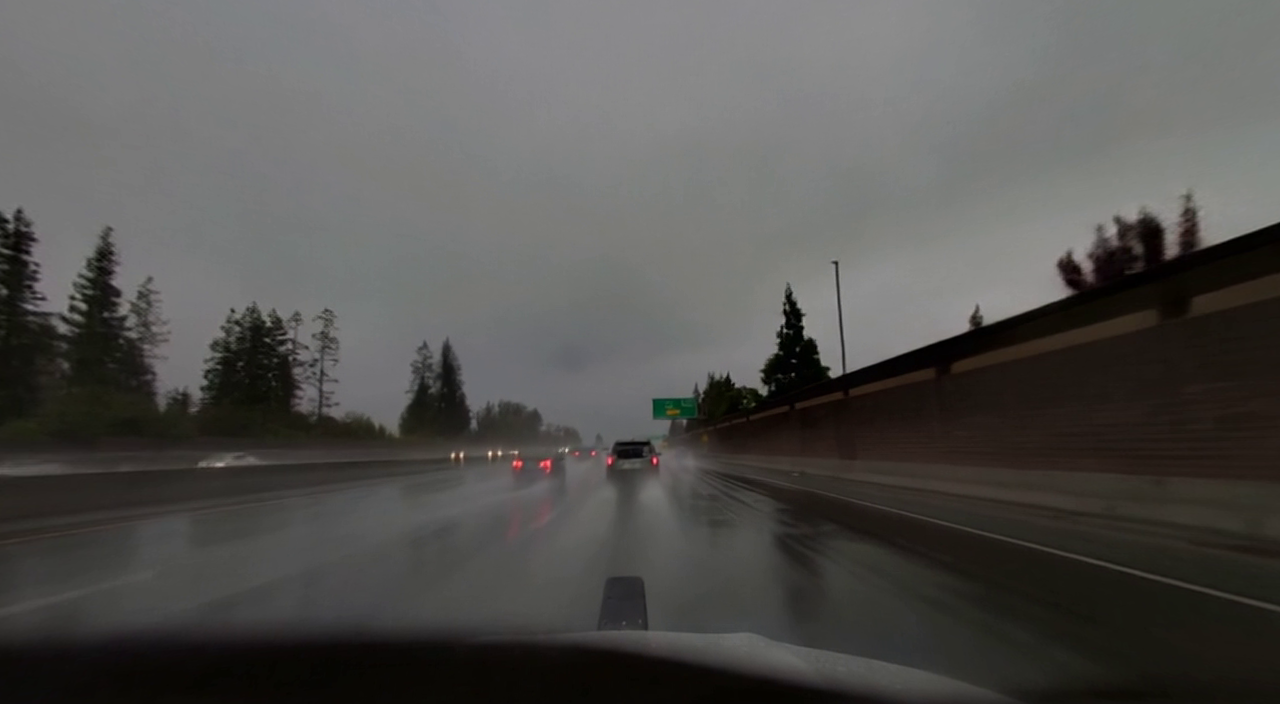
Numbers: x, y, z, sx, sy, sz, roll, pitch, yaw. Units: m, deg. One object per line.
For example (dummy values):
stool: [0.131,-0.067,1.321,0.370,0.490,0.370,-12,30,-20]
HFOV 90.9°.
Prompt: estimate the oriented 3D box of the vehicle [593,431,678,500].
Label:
vehicle: [-0.097,3.309,18.781,2.233,1.804,4.273,0,-9,0]

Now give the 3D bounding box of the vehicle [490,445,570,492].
vehicle: [-3.684,3.982,21.953,1.967,1.442,4.143,0,-9,1]

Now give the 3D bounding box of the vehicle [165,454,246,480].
vehicle: [-27.750,7.326,40.482,1.876,1.480,4.607,0,-9,1]
